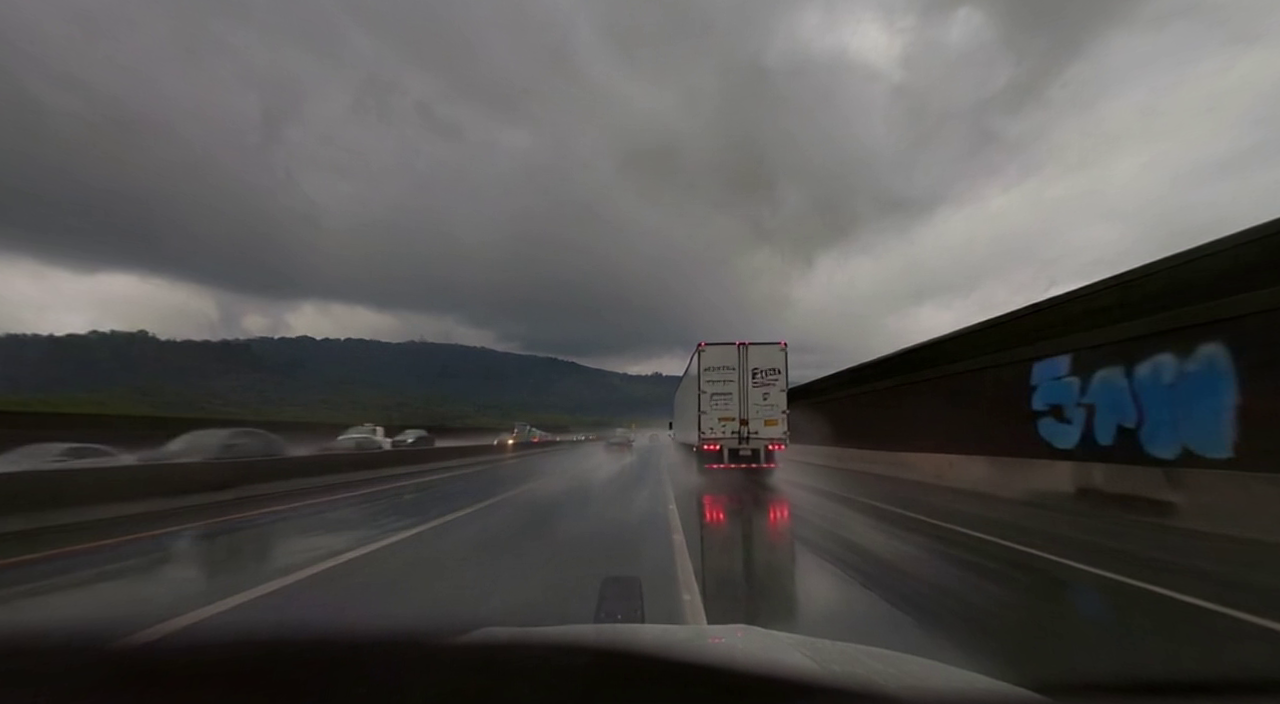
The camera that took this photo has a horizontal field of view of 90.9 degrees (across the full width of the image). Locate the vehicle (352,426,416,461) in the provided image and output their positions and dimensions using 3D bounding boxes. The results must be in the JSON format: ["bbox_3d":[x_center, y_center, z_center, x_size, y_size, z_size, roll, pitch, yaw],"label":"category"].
[{"bbox_3d":[-18.987,6.822,47.120,2.173,2.471,5.845,0,-8,1],"label":"vehicle"}]

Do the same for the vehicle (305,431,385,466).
[{"bbox_3d":[-15.315,5.018,33.049,1.952,1.709,4.365,0,-8,2],"label":"vehicle"}]

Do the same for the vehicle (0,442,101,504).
[{"bbox_3d":[-16.023,2.922,15.317,1.798,1.440,4.526,0,-8,1],"label":"vehicle"}]

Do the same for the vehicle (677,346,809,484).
[{"bbox_3d":[3.126,2.431,22.661,2.921,3.765,10.773,0,-8,0],"label":"vehicle"}]

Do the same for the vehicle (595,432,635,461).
[{"bbox_3d":[-1.372,5.370,36.026,1.982,1.535,4.519,0,-8,1],"label":"vehicle"}]

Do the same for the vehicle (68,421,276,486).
[{"bbox_3d":[-12.086,2.644,16.805,1.938,1.492,4.559,0,-8,2],"label":"vehicle"}]
